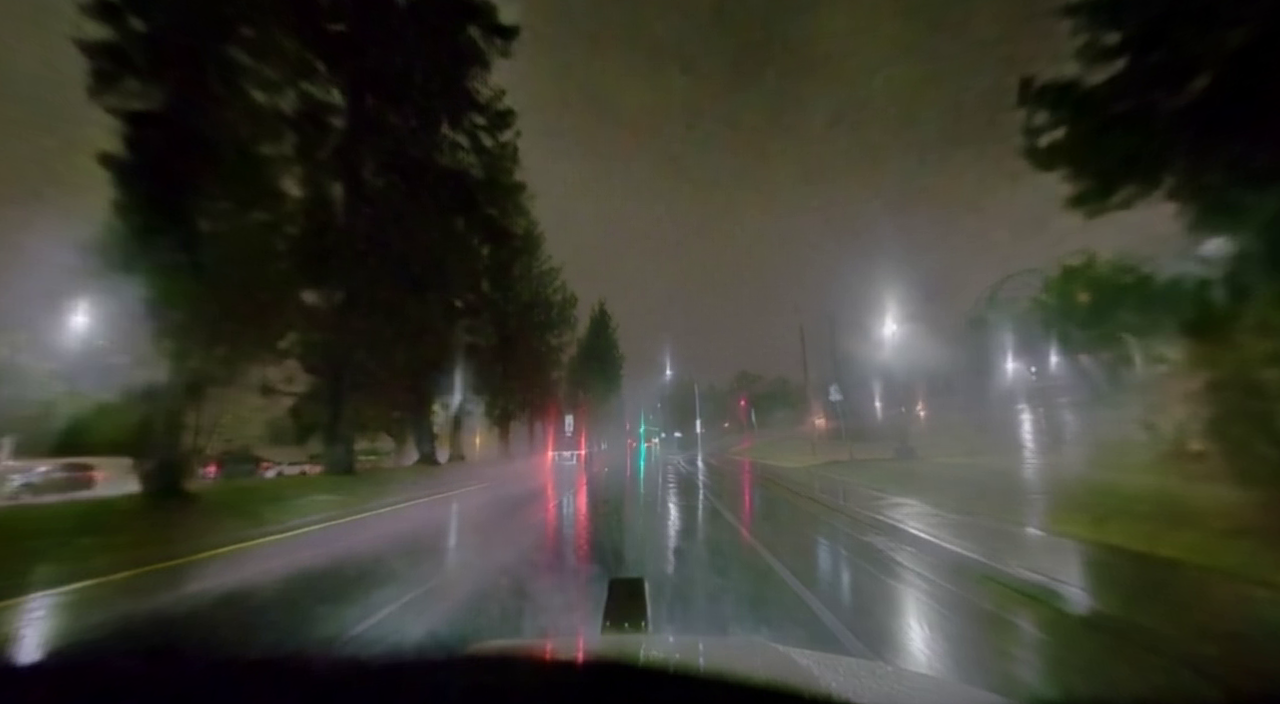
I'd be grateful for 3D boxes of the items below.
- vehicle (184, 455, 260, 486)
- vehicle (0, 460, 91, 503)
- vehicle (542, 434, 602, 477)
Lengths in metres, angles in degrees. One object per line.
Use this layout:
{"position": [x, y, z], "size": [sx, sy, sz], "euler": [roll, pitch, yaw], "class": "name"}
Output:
{"position": [-29.090, 8.219, 44.083], "size": [1.968, 1.821, 4.810], "euler": [-3, -8, 1], "class": "vehicle"}
{"position": [-29.685, 6.179, 30.274], "size": [1.992, 1.792, 4.929], "euler": [0, -8, 2], "class": "vehicle"}
{"position": [-2.859, 4.488, 27.529], "size": [2.016, 1.694, 4.335], "euler": [0, -8, 2], "class": "vehicle"}
